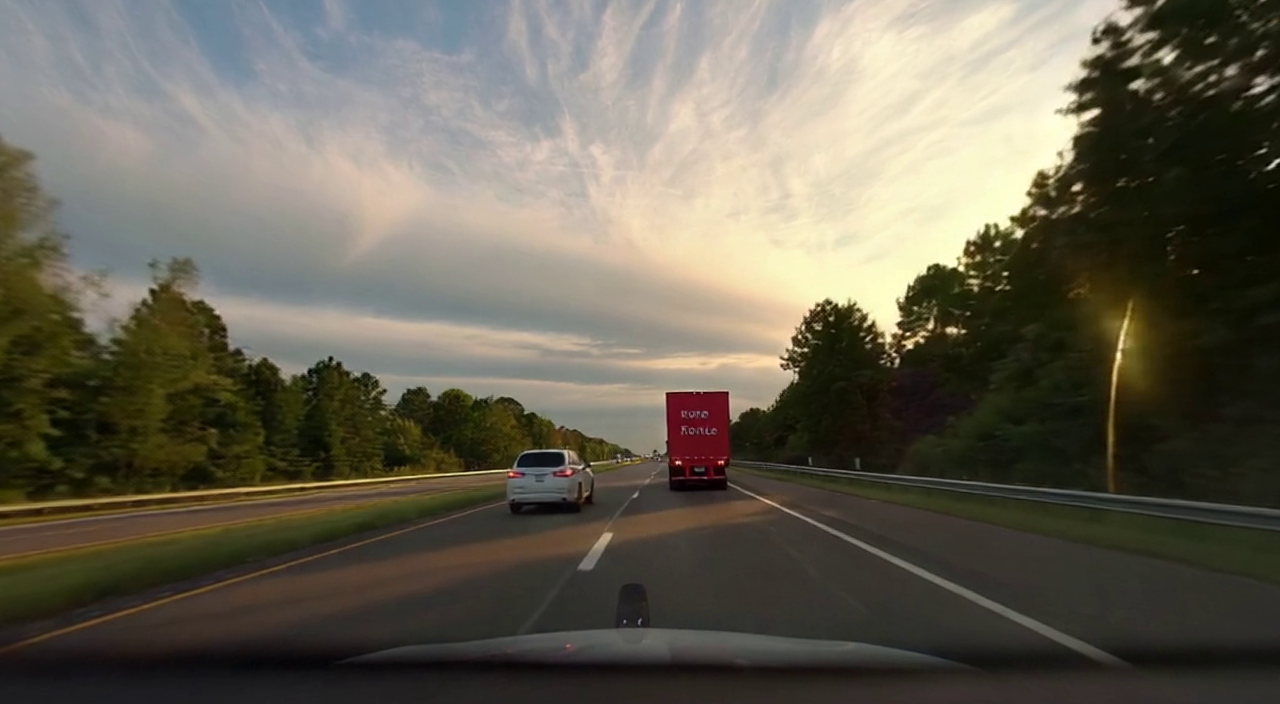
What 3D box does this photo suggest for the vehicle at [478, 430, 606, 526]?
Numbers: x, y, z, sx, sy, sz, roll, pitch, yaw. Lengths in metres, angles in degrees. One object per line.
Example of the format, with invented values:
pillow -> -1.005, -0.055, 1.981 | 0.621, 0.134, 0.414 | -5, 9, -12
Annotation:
vehicle -> -2.041, 2.800, 14.528 | 2.105, 1.865, 4.102 | -1, -9, 3

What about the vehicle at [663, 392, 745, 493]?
vehicle -> 2.775, 4.562, 31.354 | 3.030, 3.985, 12.707 | 0, -9, 1
